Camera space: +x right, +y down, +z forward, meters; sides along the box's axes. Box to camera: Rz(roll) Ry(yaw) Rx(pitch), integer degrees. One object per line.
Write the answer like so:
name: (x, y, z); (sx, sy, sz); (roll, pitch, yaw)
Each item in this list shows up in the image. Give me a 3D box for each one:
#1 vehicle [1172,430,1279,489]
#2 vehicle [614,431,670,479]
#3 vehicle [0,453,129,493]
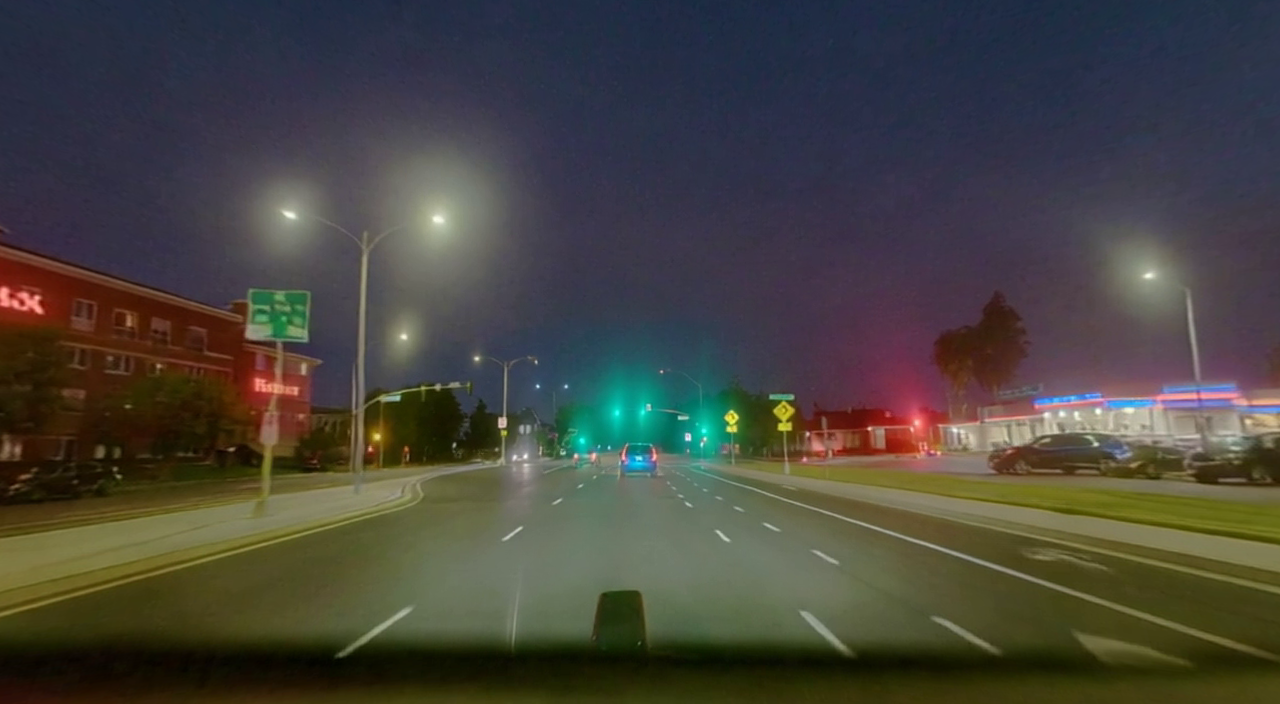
vehicle: (18.773, 3.178, 18.854); (3.892, 1.624, 2.085); (0, -9, -3)
vehicle: (0.040, 4.555, 28.110); (2.273, 1.909, 5.075); (0, -9, -1)
vehicle: (-26.224, 5.436, 28.678); (2.031, 1.622, 4.722); (0, -9, 0)
